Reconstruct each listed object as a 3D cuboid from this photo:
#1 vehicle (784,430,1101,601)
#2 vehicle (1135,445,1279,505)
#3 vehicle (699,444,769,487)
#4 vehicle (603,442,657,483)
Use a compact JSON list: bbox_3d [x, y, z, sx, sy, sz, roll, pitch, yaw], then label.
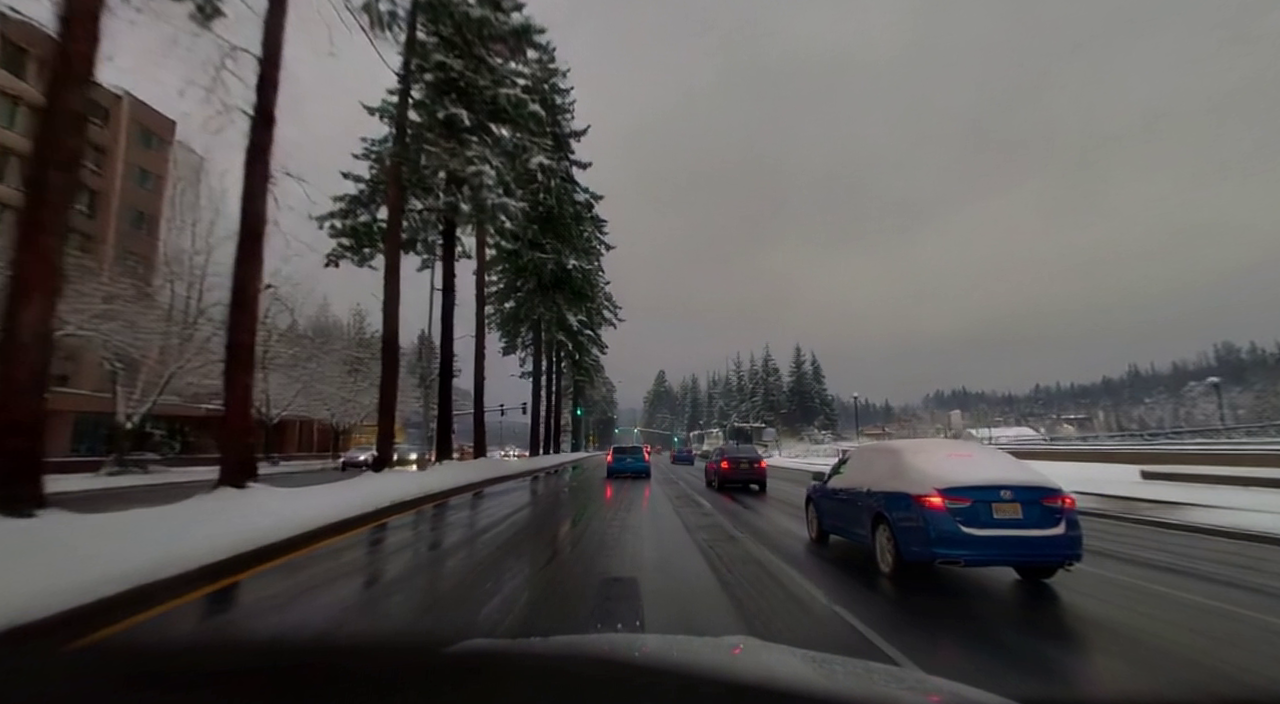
[{"bbox_3d":[3.144,1.745,7.606,1.852,1.498,3.825,0,-9,-1],"label":"vehicle"},{"bbox_3d":[17.331,3.633,19.128,4.155,1.623,2.175,5,-10,-30],"label":"vehicle"},{"bbox_3d":[3.423,4.207,23.785,1.908,1.453,4.230,0,-9,-1],"label":"vehicle"},{"bbox_3d":[-0.398,4.373,25.287,1.994,1.479,3.647,0,-9,-1],"label":"vehicle"}]
